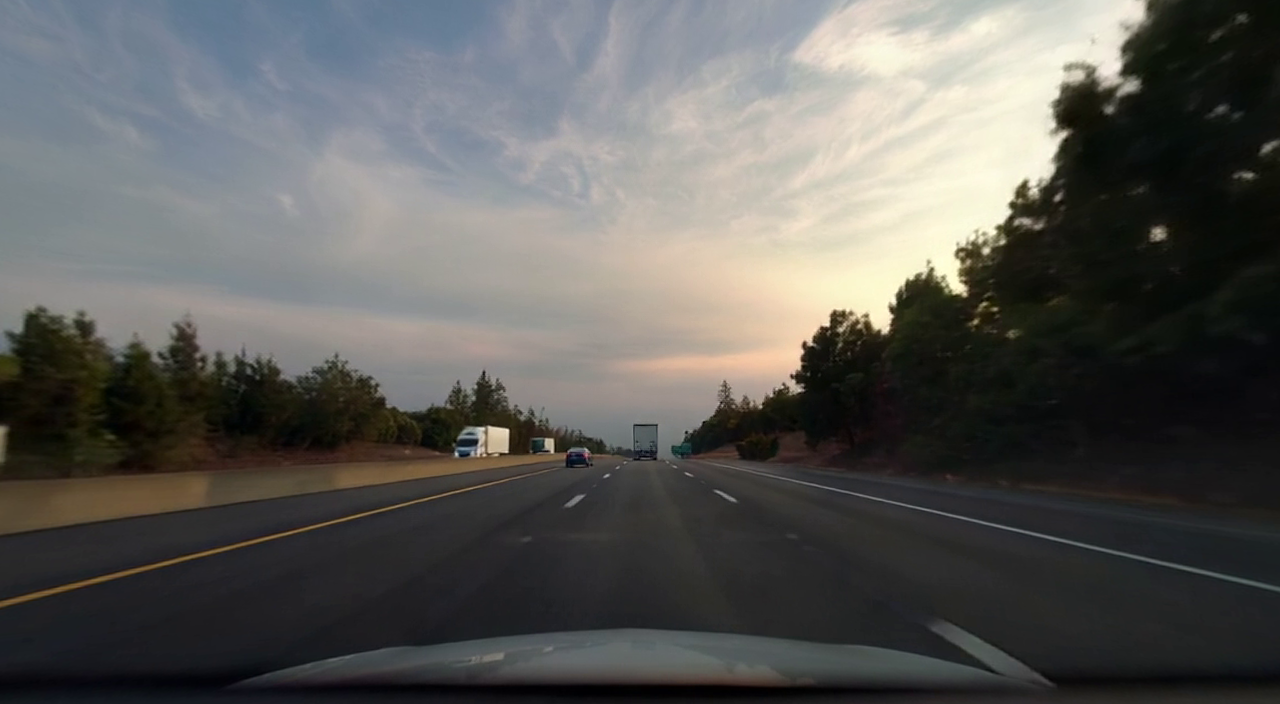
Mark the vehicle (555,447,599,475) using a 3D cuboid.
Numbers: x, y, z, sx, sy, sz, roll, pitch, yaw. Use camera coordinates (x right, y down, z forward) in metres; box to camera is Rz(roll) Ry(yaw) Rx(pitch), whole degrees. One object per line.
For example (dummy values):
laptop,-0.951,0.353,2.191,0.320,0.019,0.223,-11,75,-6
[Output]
vehicle,-3.400,5.939,34.663,1.955,1.438,4.100,0,-9,1
